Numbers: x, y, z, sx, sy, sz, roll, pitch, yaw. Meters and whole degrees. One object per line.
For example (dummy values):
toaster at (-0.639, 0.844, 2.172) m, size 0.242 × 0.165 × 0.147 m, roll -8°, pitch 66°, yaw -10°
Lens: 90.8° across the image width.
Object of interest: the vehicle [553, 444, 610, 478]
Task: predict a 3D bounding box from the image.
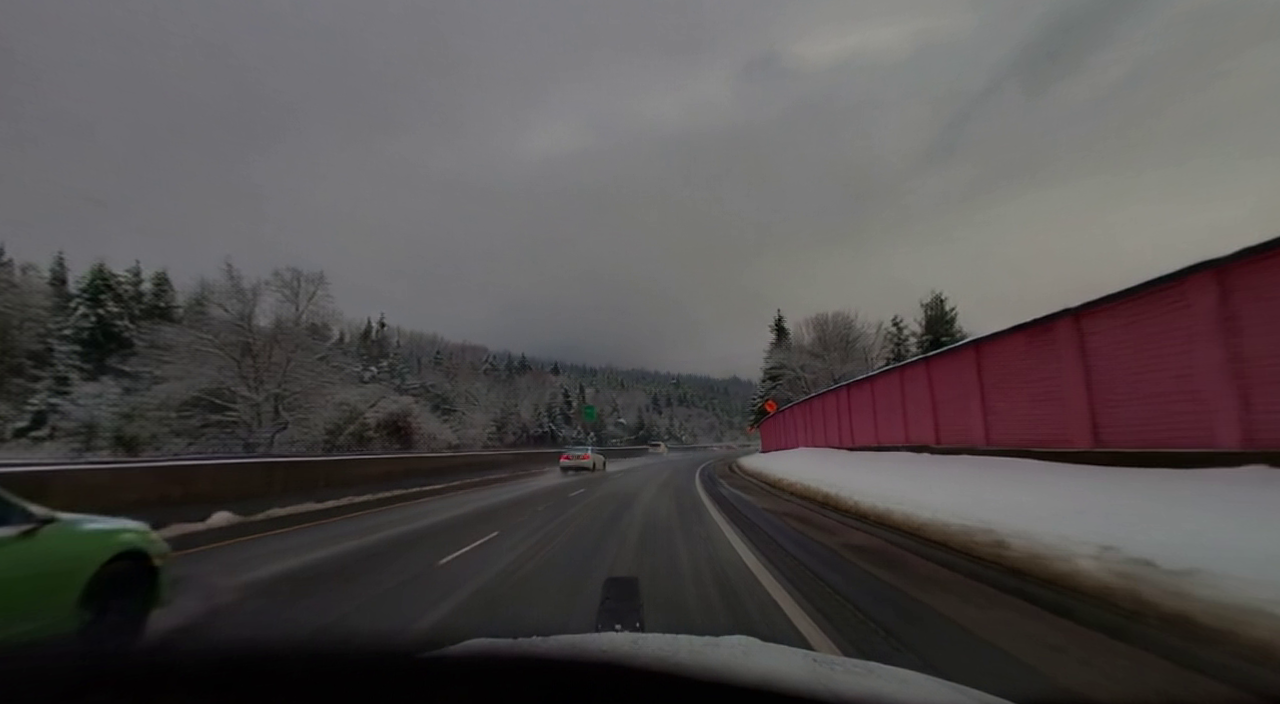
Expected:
vehicle at (-2.567, 4.918, 28.617) m, size 1.746 × 1.405 × 4.339 m, roll -1°, pitch -9°, yaw 6°

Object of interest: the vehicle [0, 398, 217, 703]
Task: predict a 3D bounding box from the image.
vehicle at (-3.779, 0.846, 2.135) m, size 1.884 × 1.469 × 3.959 m, roll 0°, pitch -9°, yaw 1°
